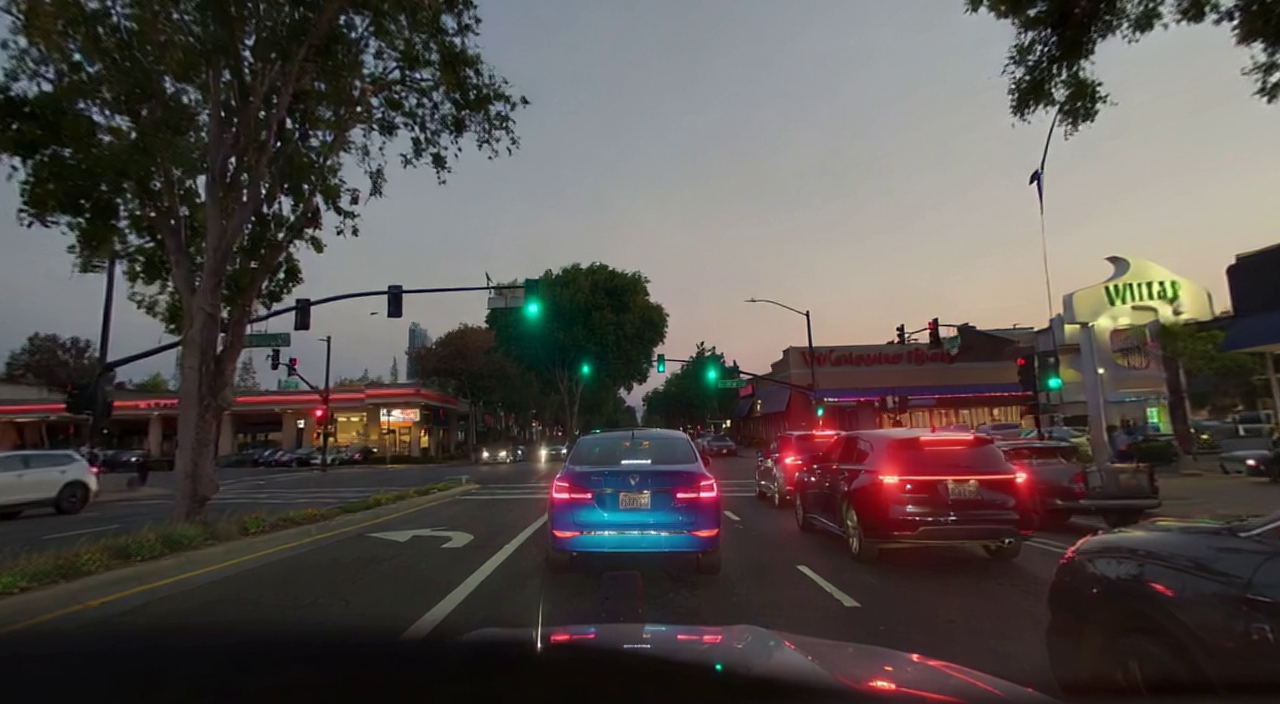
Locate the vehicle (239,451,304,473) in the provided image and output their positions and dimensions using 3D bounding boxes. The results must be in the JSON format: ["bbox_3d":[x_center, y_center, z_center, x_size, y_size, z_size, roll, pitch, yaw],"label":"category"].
[{"bbox_3d":[-28.588,8.537,49.174,4.205,1.541,1.780,4,-10,-28],"label":"vehicle"}]

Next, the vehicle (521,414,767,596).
[{"bbox_3d":[0.011,1.632,7.502,2.154,1.577,3.723,0,-9,-1],"label":"vehicle"}]

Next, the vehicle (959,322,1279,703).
[{"bbox_3d":[2.978,0.693,1.571,2.075,1.661,4.401,0,-9,1],"label":"vehicle"}]

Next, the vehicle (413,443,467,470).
[{"bbox_3d":[-15.080,7.900,48.037,2.395,1.903,4.860,-1,-9,1],"label":"vehicle"}]

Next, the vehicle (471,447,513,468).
[{"bbox_3d":[-11.256,8.007,48.240,2.099,1.478,4.411,0,-9,0],"label":"vehicle"}]

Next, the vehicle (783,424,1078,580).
[{"bbox_3d":[3.321,1.782,8.323,1.865,1.496,4.170,0,-9,0],"label":"vehicle"}]

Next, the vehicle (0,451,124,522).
[{"bbox_3d":[-15.784,3.254,15.440,2.269,1.604,4.265,-2,-9,13],"label":"vehicle"}]
